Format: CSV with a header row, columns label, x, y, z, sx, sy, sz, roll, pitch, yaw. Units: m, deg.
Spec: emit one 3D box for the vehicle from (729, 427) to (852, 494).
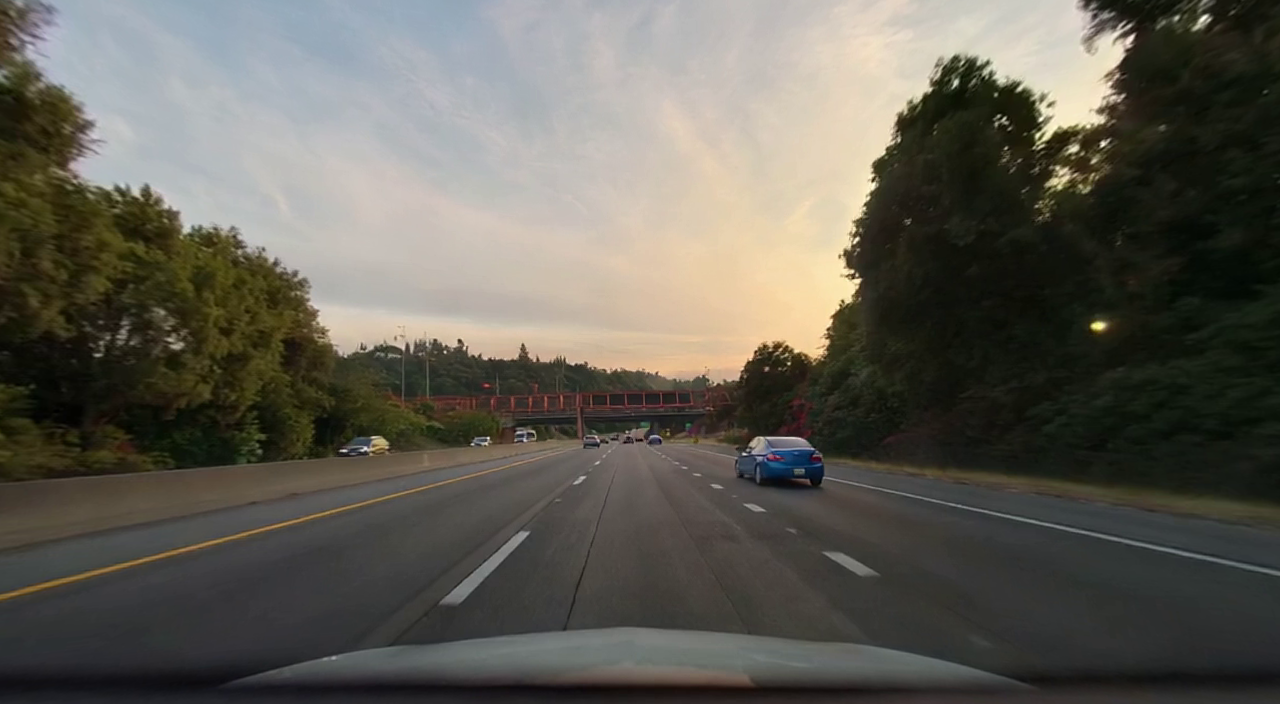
label,x,y,z,sx,sy,sz,roll,pitch,yaw
vehicle,3.794,2.802,16.788,2.031,1.531,4.365,0,-8,-2
